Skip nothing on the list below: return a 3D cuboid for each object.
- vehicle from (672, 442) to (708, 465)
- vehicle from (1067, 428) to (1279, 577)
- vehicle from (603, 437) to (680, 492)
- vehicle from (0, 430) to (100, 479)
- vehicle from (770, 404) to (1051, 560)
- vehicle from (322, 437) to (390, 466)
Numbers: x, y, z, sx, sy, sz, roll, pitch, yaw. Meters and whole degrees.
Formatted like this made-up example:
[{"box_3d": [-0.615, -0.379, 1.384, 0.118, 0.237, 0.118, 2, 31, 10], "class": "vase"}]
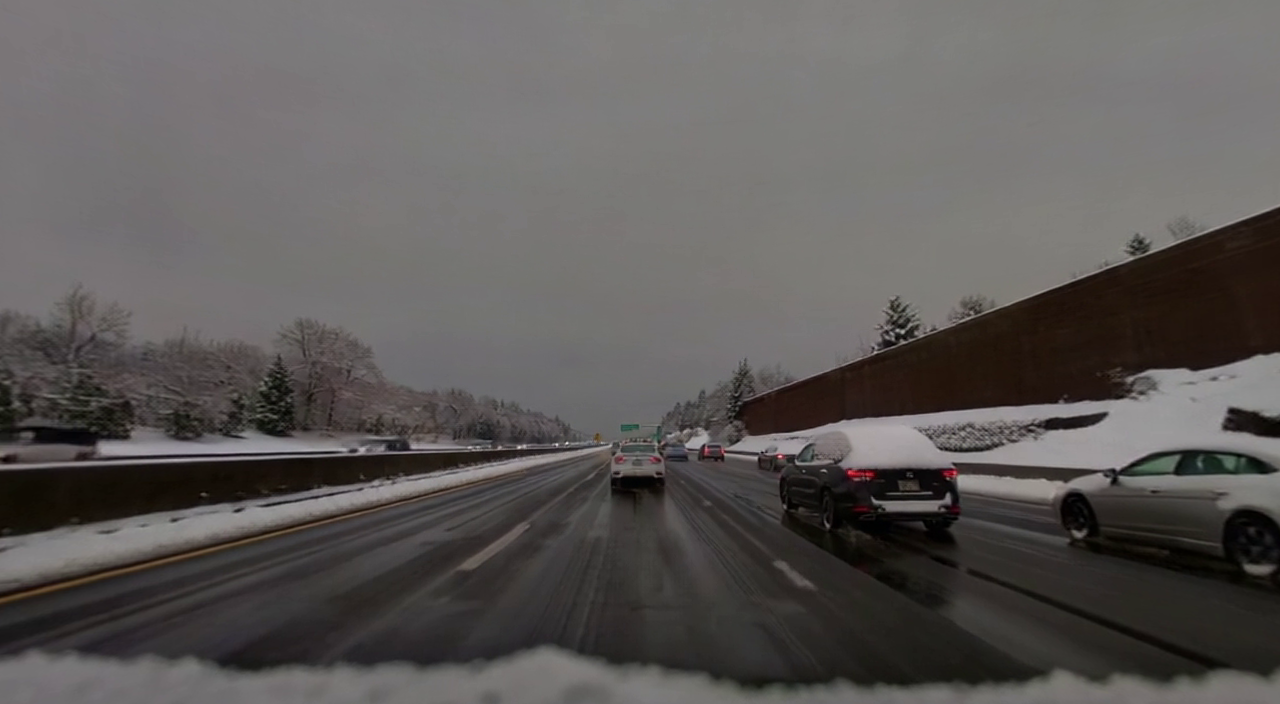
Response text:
[{"box_3d": [3.337, 6.880, 42.965, 1.998, 1.490, 4.296, 0, -8, -2], "class": "vehicle"}, {"box_3d": [7.307, 1.621, 7.138, 1.872, 1.469, 4.414, 0, -8, 0], "class": "vehicle"}, {"box_3d": [-0.005, 3.357, 19.234, 2.098, 1.475, 3.997, 0, -8, -1], "class": "vehicle"}, {"box_3d": [-25.123, 4.163, 25.705, 2.055, 1.818, 4.803, 0, -9, -2], "class": "vehicle"}, {"box_3d": [3.636, 1.856, 9.753, 2.162, 1.800, 4.693, 0, -8, -1], "class": "vehicle"}, {"box_3d": [-18.064, 6.356, 40.464, 2.043, 1.666, 4.931, 0, -9, 0], "class": "vehicle"}]
